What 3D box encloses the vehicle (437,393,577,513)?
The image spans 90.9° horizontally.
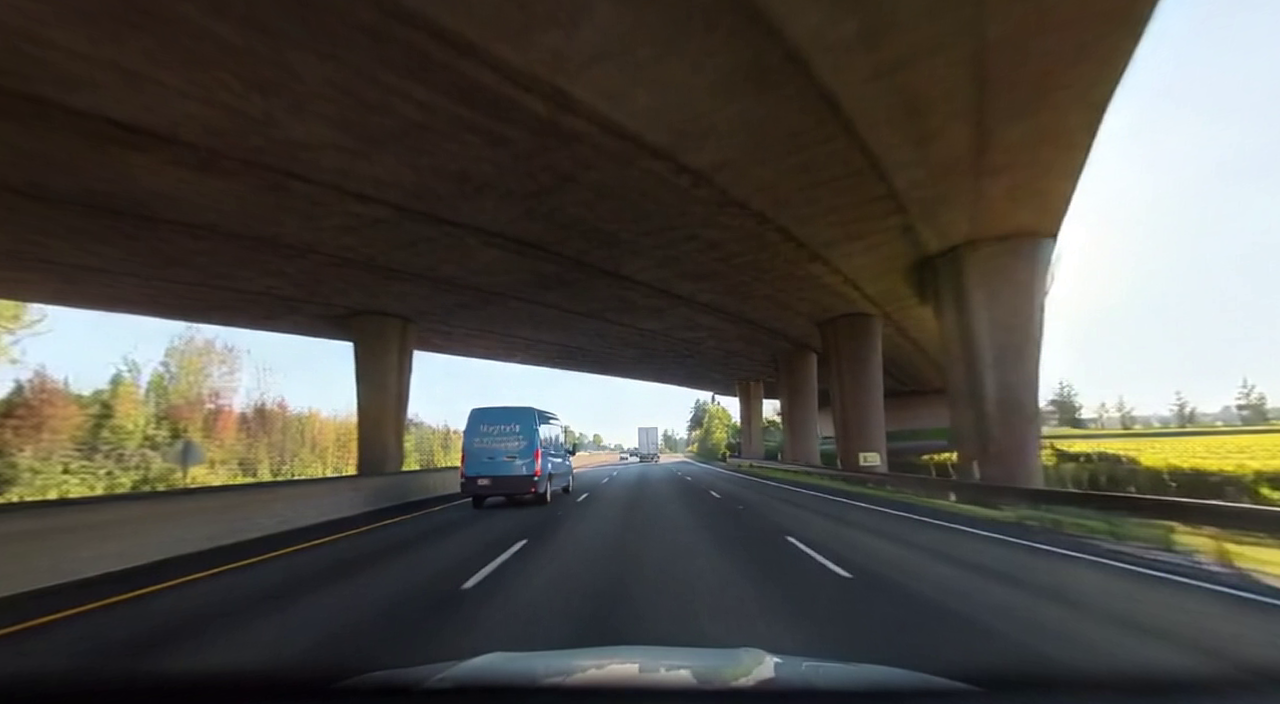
[{"bbox_3d":[-3.293,2.755,17.523,2.320,2.636,7.021,0,-9,0],"label":"vehicle"}]
